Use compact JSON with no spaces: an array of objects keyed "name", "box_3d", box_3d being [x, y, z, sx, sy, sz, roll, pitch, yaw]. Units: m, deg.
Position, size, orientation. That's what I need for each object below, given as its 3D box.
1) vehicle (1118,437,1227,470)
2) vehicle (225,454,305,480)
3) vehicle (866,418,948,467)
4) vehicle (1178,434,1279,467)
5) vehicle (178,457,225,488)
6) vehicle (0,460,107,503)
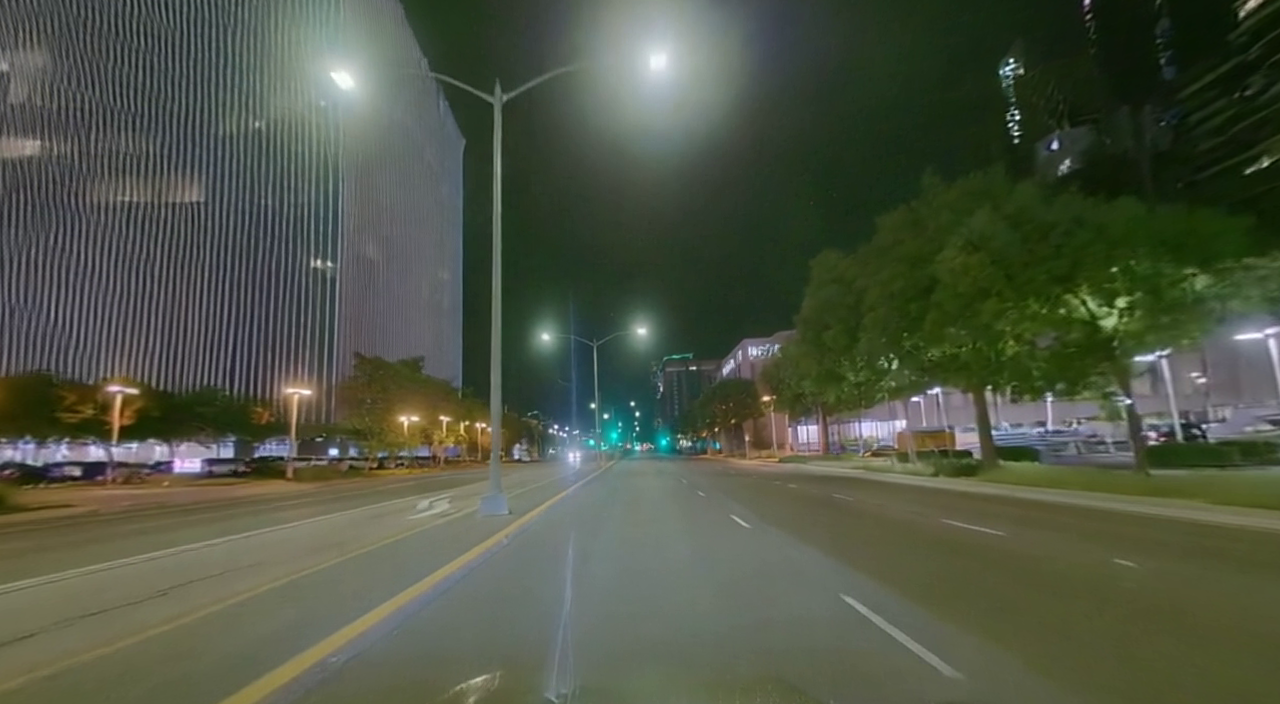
[{"name":"vehicle","box_3d":[30.972,5.910,36.824,4.407,1.545,2.014,-4,-9,0]},{"name":"vehicle","box_3d":[-27.994,8.557,47.220,4.879,1.724,2.086,6,-10,-34]},{"name":"vehicle","box_3d":[19.183,6.765,46.057,2.630,3.176,8.459,0,-10,3]},{"name":"vehicle","box_3d":[31.719,5.253,33.650,4.329,1.535,1.802,-3,-10,-2]},{"name":"vehicle","box_3d":[-26.896,7.334,38.892,1.969,1.682,4.542,5,-10,-31]},{"name":"vehicle","box_3d":[-25.431,5.439,26.494,4.411,1.600,1.930,8,-15,-44]}]
